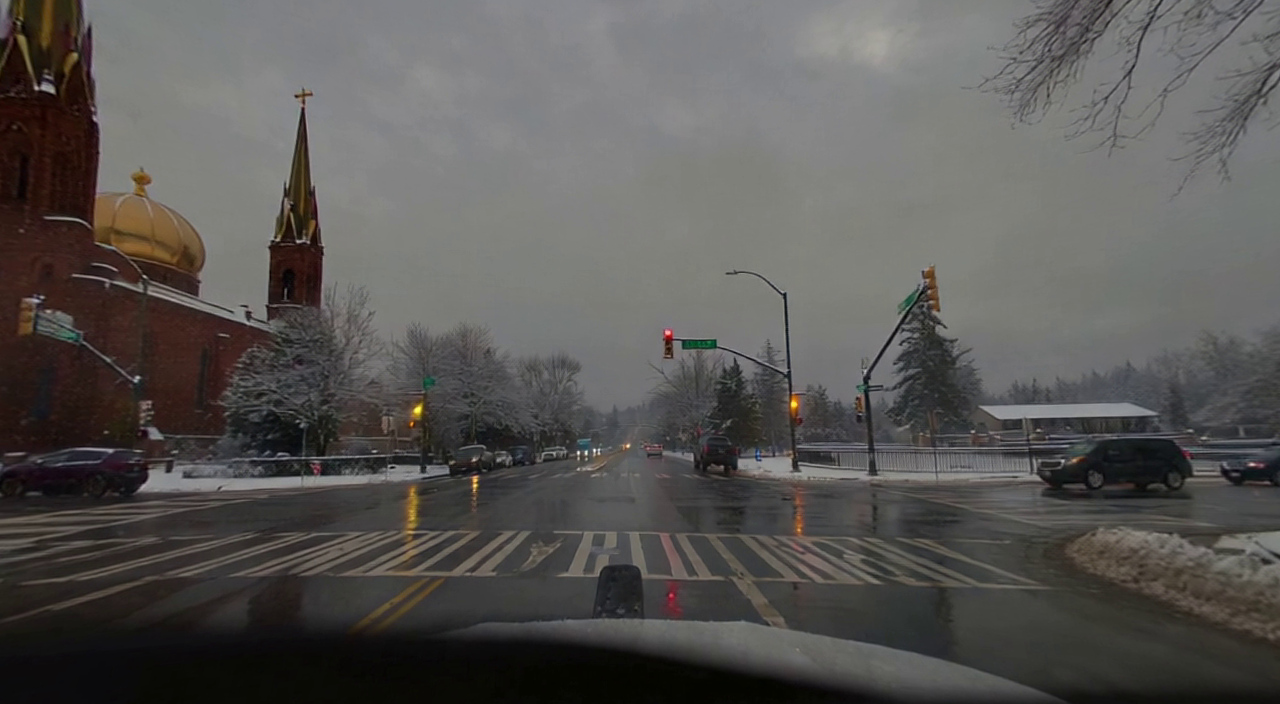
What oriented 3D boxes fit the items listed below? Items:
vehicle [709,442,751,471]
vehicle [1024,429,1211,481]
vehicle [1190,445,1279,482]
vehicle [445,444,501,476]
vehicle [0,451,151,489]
[{"bbox_3d":[5.841,6.851,41.489,1.969,1.776,4.329,0,-8,-1],"label":"vehicle"},{"bbox_3d":[19.884,4.291,26.541,5.852,2.057,2.361,0,-8,0],"label":"vehicle"},{"bbox_3d":[26.392,4.673,26.660,4.561,1.475,1.850,0,-8,0],"label":"vehicle"},{"bbox_3d":[-10.215,6.608,38.946,2.076,1.876,4.669,0,-8,1],"label":"vehicle"},{"bbox_3d":[-23.337,4.862,26.214,4.479,1.476,1.873,0,-8,1],"label":"vehicle"}]
